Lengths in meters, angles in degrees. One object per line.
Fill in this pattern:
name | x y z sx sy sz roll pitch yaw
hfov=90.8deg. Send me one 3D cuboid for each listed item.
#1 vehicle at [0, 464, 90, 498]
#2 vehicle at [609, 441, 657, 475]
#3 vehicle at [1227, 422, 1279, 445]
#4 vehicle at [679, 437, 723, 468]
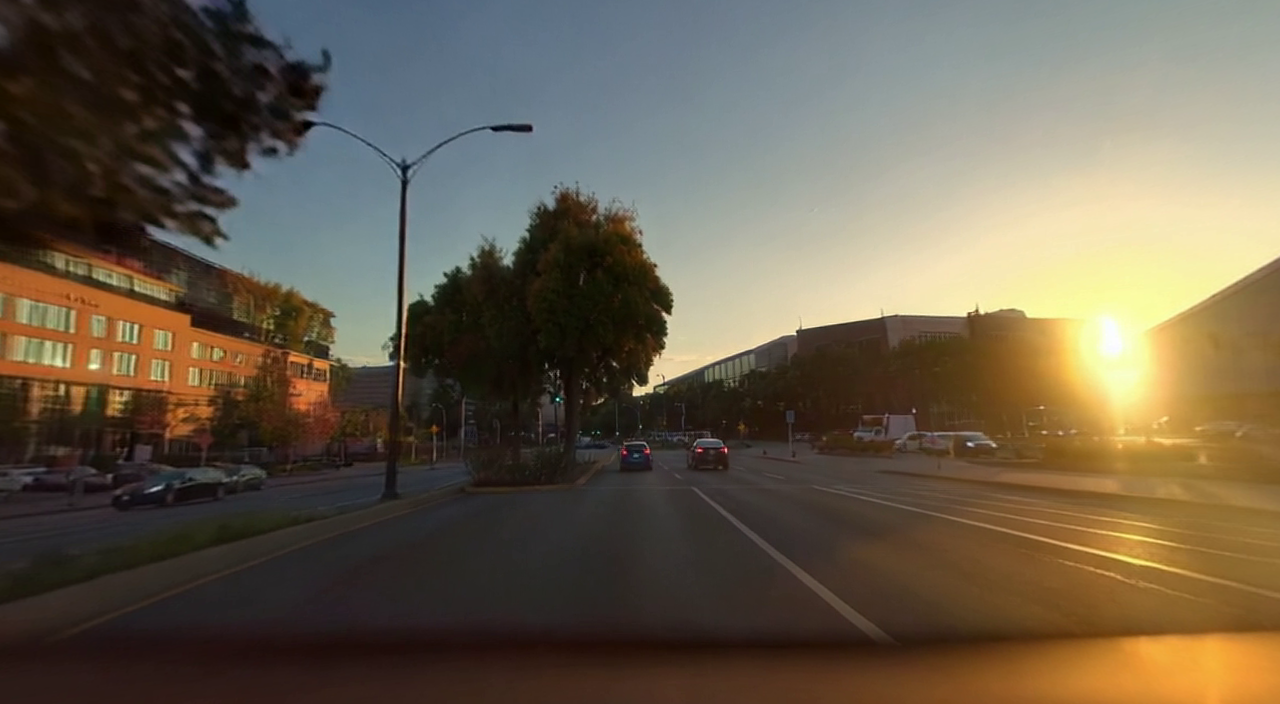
vehicle | -29.997 6.329 31.125 4.033 1.531 1.789 0 -9 -2
vehicle | -0.354 5.010 30.130 2.110 1.476 4.294 0 -9 -1
vehicle | 44.230 5.726 44.222 1.791 1.569 4.544 0 -9 -1
vehicle | 3.508 5.846 36.949 2.100 1.683 4.231 0 -9 -1
